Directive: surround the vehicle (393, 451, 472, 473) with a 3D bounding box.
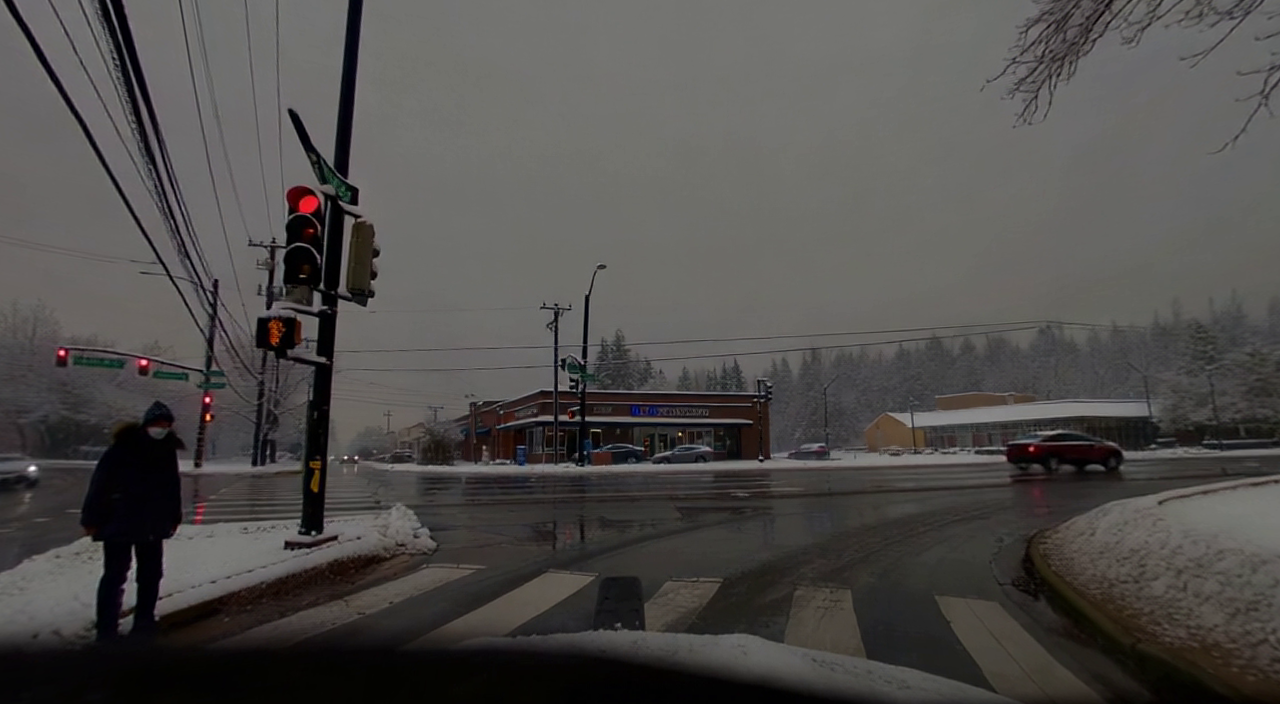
[{"bbox_3d":[-14.133,7.444,42.982,4.837,1.407,1.818,4,-9,-26],"label":"vehicle"}]

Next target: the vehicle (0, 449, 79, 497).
[{"bbox_3d":[-21.427,4.009,21.315,4.799,1.438,1.899,-4,-9,26],"label":"vehicle"}]

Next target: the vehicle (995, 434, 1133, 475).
[{"bbox_3d":[16.793,4.045,25.050,4.700,1.479,2.095,3,-9,-21],"label":"vehicle"}]

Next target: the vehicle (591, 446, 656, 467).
[{"bbox_3d":[-1.157,7.546,45.813,4.391,1.451,1.717,4,-9,-25],"label":"vehicle"}]
